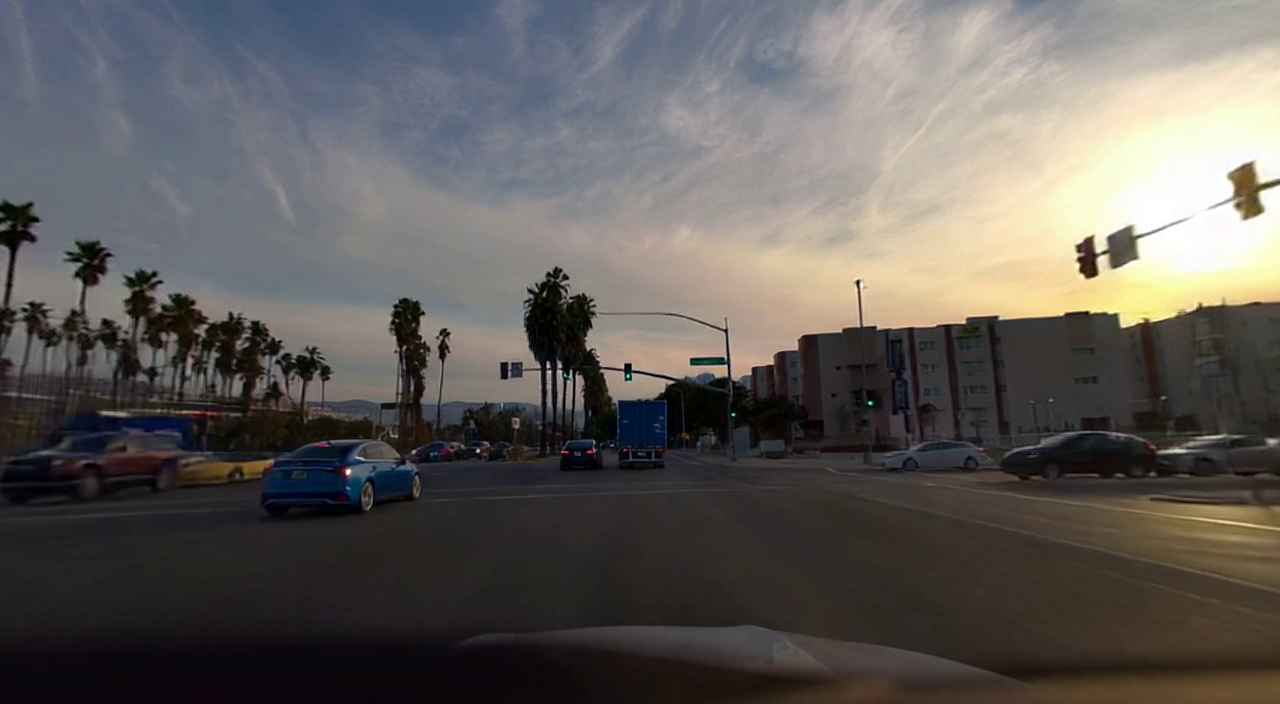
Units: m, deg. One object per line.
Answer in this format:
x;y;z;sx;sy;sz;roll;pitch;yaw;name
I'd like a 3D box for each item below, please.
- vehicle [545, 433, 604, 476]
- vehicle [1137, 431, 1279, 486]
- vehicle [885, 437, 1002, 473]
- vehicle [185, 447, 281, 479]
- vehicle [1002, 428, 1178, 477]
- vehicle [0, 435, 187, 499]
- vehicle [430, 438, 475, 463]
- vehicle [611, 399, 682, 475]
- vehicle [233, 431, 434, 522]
-2.970;4.767;29.527;2.178;1.826;4.933;0;-8;1;vehicle
19.388;3.387;20.277;4.831;1.529;1.966;-3;-10;0;vehicle
14.641;5.021;30.490;4.568;1.485;1.936;-2;-11;0;vehicle
-21.225;5.785;33.018;1.938;1.503;4.651;0;-8;0;vehicle
16.875;3.795;23.742;5.039;1.744;2.043;0;-9;0;vehicle
-17.852;3.653;20.498;2.106;1.802;5.247;0;-8;1;vehicle
-14.769;7.831;49.657;2.040;1.745;4.899;-3;-10;1;vehicle
0.289;4.104;30.078;2.993;3.235;6.692;0;-8;0;vehicle
-6.376;2.623;13.847;2.045;1.630;4.680;0;-8;0;vehicle
